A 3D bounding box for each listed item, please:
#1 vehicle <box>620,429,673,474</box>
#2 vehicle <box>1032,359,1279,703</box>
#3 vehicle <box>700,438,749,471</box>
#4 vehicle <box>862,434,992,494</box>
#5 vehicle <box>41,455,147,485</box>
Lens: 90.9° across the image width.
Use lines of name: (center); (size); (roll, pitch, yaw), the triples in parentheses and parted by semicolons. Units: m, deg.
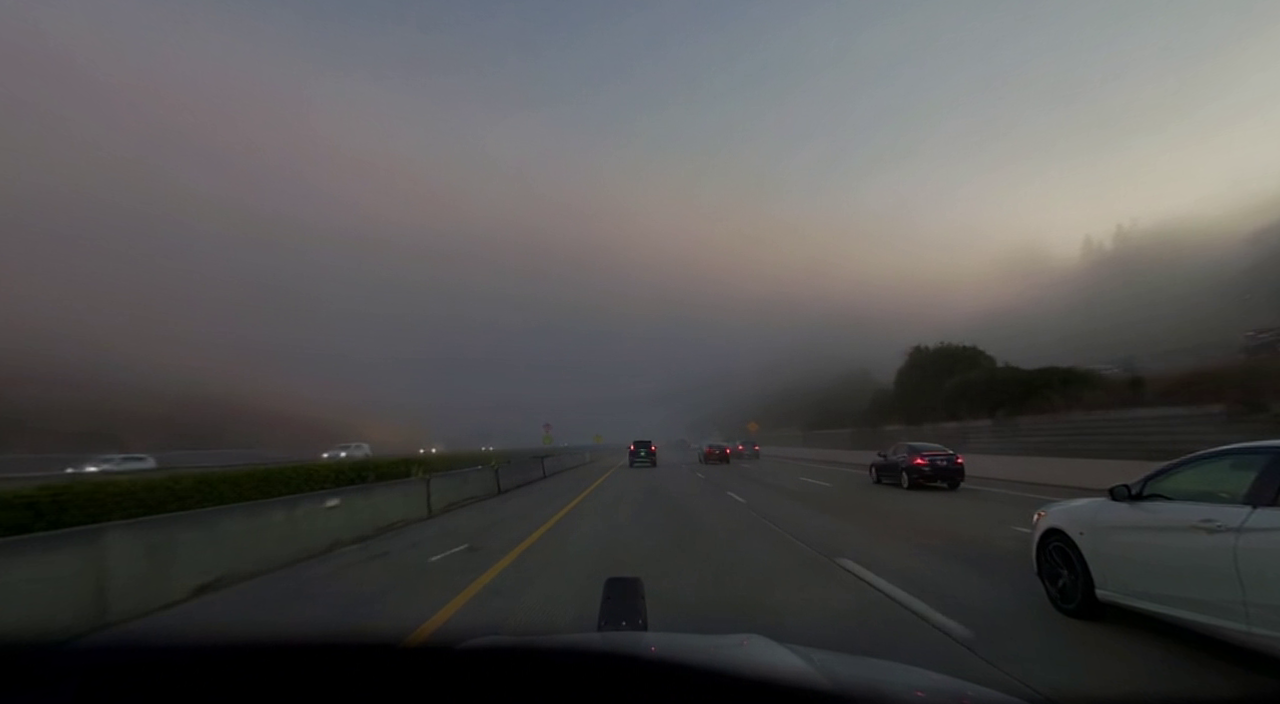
vehicle: (0.265, 4.490, 28.661); (2.189, 1.852, 4.038); (0, -8, 0)
vehicle: (3.779, 0.787, 2.225); (2.003, 1.661, 4.418); (-1, -8, 1)
vehicle: (4.176, 5.130, 31.782); (1.825, 1.487, 4.034); (0, -8, -1)
vehicle: (8.144, 3.189, 18.367); (1.810, 1.516, 4.183); (-1, -8, 0)
vehicle: (-31.202, 6.719, 36.240); (1.866, 1.472, 4.711); (-1, -8, 0)
